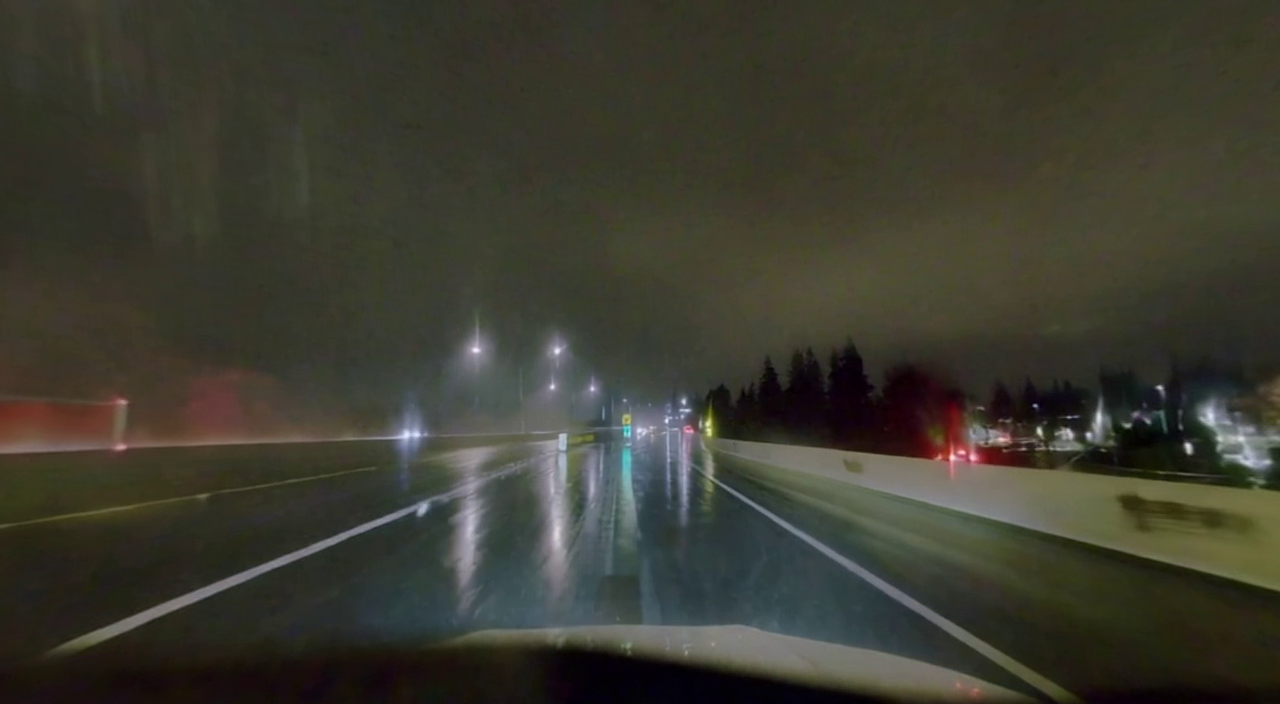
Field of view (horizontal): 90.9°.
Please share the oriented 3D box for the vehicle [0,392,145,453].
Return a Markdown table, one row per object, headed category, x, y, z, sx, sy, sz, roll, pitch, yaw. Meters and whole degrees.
| category | x | y | z | sx | sy | sz | roll | pitch | yaw |
| --- | --- | --- | --- | --- | --- | --- | --- | --- | --- |
| vehicle | -35.969 | 4.576 | 40.092 | 2.830 | 3.469 | 8.267 | 1 | -8 | -6 |
